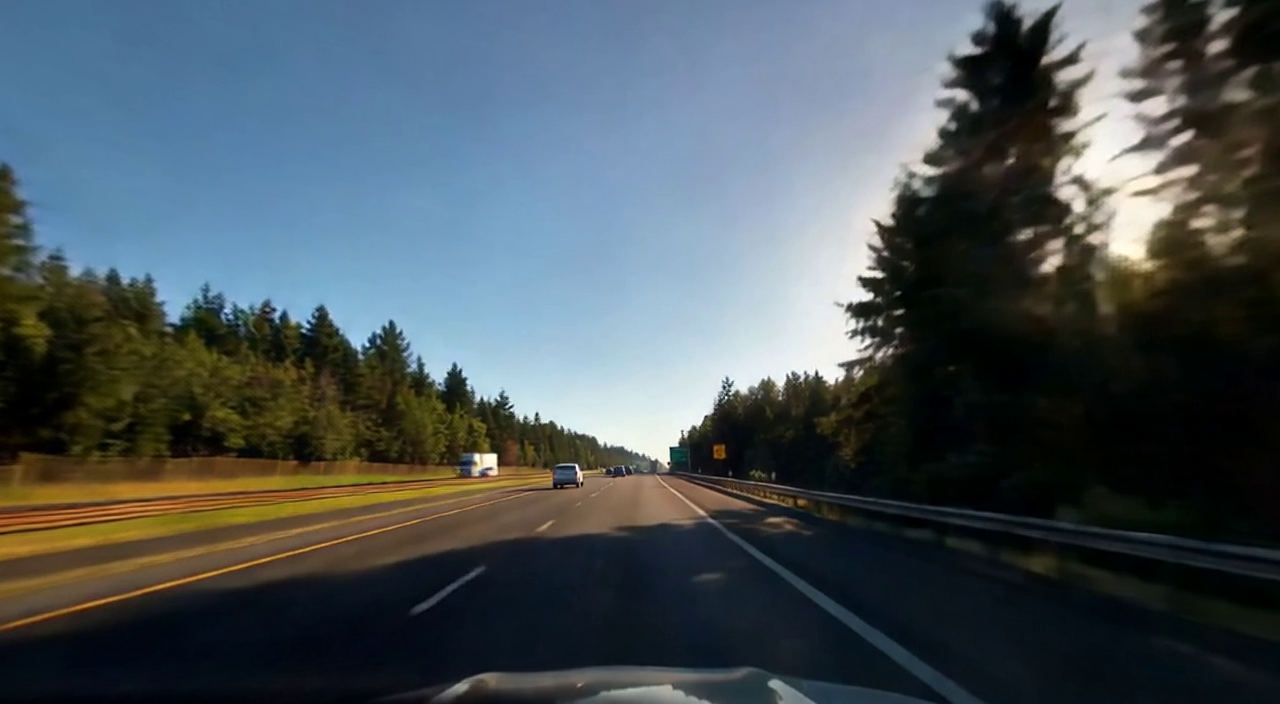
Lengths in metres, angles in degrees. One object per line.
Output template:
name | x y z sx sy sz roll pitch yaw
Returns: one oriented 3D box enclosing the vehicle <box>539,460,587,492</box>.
vehicle | -4.238 6.890 35.160 2.180 1.618 4.219 1 -10 -1
